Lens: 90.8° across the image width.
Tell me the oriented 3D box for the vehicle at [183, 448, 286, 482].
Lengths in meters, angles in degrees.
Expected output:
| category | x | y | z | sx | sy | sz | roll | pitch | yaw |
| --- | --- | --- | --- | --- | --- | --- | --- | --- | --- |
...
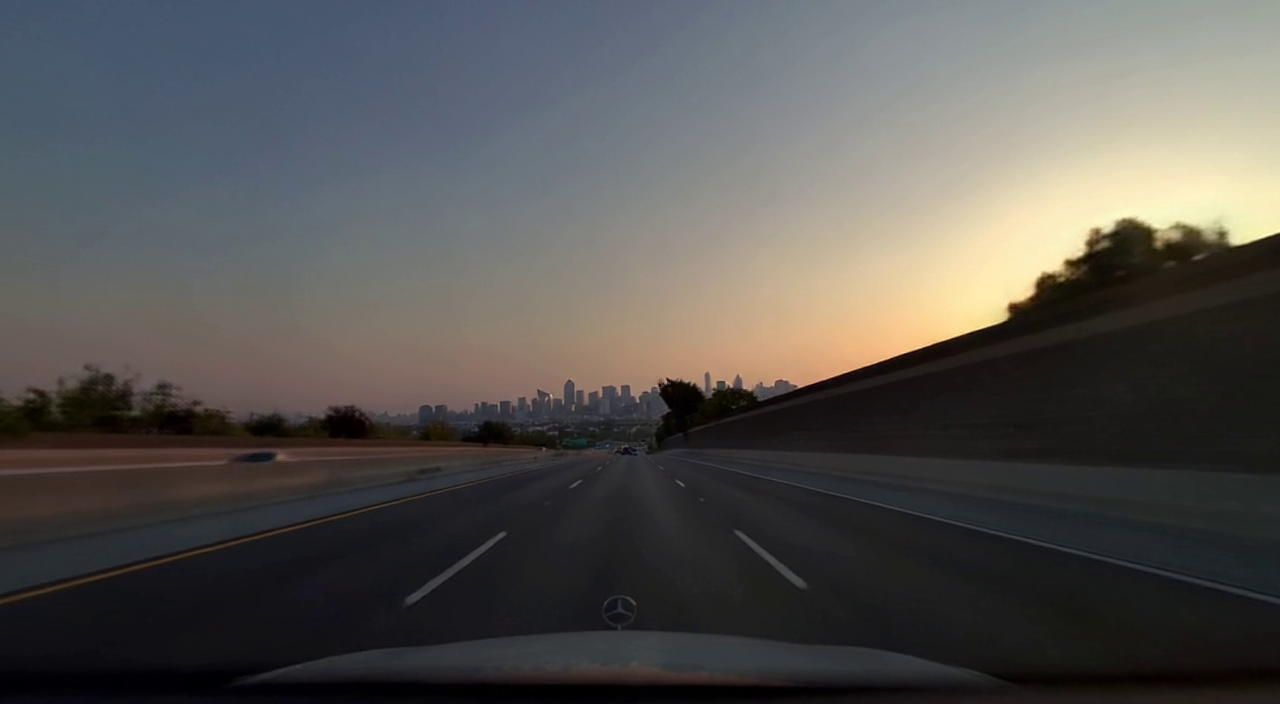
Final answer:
| category | x | y | z | sx | sy | sz | roll | pitch | yaw |
| --- | --- | --- | --- | --- | --- | --- | --- | --- | --- |
| vehicle | -19.899 | 5.545 | 31.289 | 1.983 | 1.509 | 4.699 | 0 | -9 | -1 |
